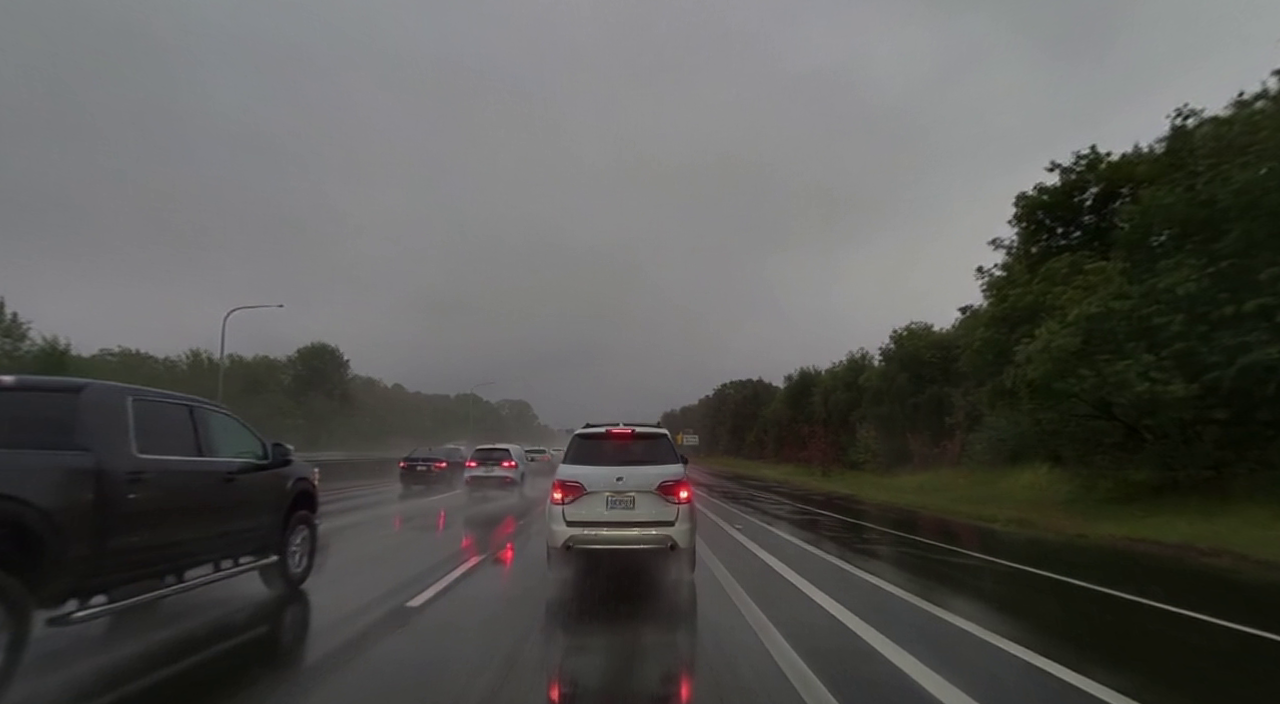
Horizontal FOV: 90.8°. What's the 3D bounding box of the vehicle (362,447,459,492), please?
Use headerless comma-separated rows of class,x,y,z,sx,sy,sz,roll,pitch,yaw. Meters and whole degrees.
vehicle,-8.265,4.255,23.230,1.874,1.470,4.576,0,-9,0

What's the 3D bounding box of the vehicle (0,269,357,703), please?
vehicle,-3.939,0.894,4.014,2.055,2.144,4.782,0,-9,0

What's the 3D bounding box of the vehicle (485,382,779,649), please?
vehicle,-0.089,1.369,6.081,1.995,1.798,3.380,0,-9,-1
